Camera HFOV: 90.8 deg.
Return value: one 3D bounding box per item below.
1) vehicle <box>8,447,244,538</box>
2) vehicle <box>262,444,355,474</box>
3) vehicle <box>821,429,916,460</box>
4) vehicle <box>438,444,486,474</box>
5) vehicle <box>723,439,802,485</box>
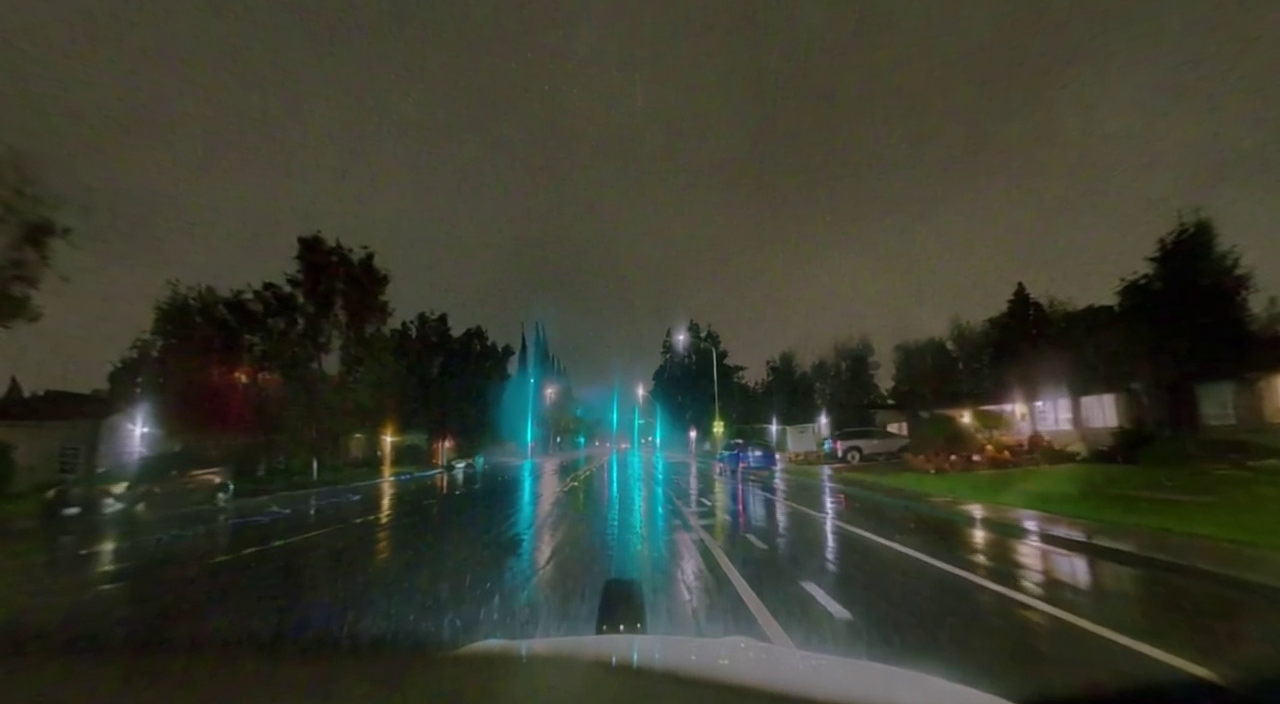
[{"bbox_3d":[-12.387,3.342,15.808,2.034,1.646,4.808,-4,-7,-2],"label":"vehicle"},{"bbox_3d":[-20.623,6.657,39.461,4.615,1.636,2.052,2,-8,4],"label":"vehicle"},{"bbox_3d":[13.417,5.461,37.291,4.852,1.760,1.999,0,-9,5],"label":"vehicle"},{"bbox_3d":[-12.576,7.563,44.917,2.129,1.756,4.574,-2,-7,0],"label":"vehicle"},{"bbox_3d":[4.452,4.127,23.824,2.000,1.520,4.943,0,-9,0],"label":"vehicle"}]
